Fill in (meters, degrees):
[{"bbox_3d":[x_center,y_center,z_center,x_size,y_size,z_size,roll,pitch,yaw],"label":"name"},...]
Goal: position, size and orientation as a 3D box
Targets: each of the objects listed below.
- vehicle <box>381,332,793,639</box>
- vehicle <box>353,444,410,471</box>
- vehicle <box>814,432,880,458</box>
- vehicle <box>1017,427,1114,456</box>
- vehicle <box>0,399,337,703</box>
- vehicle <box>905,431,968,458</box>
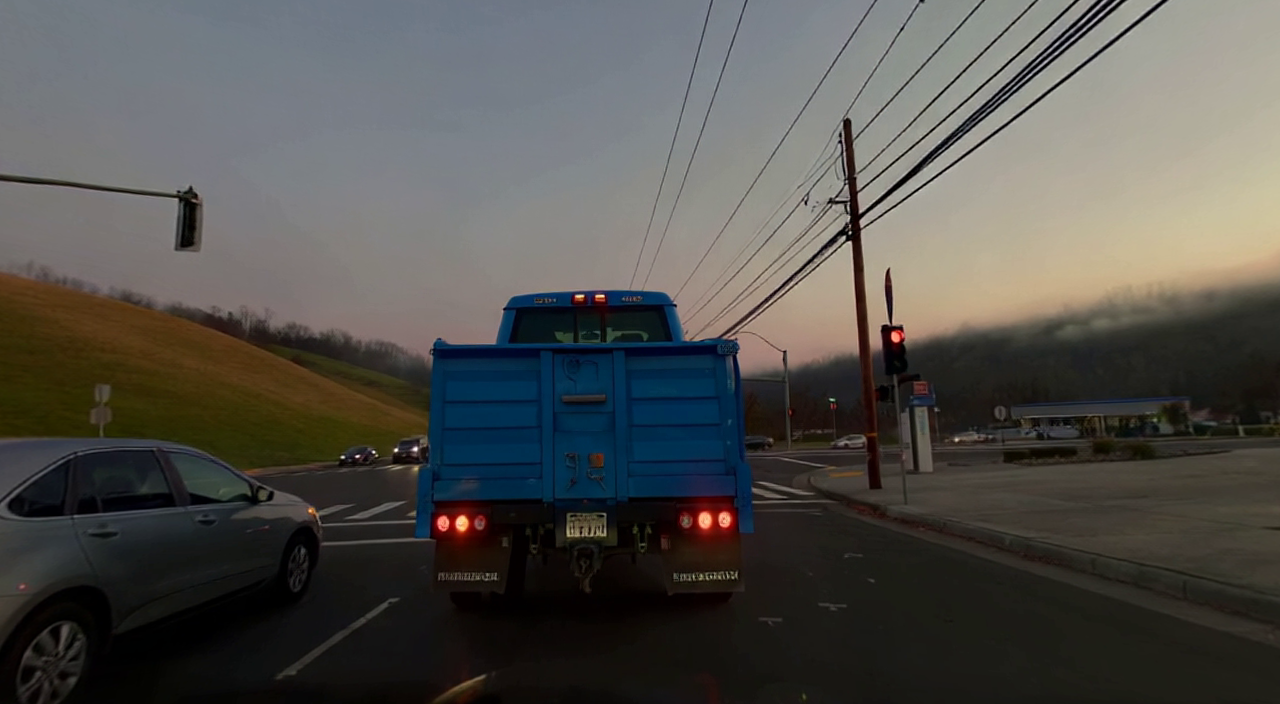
[{"bbox_3d":[-0.420,1.322,7.200,2.859,2.144,5.406,0,-9,-1],"label":"vehicle"},{"bbox_3d":[-17.119,7.011,41.904,2.133,1.690,4.331,0,-9,-3],"label":"vehicle"},{"bbox_3d":[14.984,6.714,45.366,4.975,1.799,2.117,7,-11,-40],"label":"vehicle"},{"bbox_3d":[25.563,5.391,37.923,4.419,1.496,1.854,-2,-9,1],"label":"vehicle"},{"bbox_3d":[-3.957,1.188,3.972,2.017,1.555,4.150,-1,-9,0],"label":"vehicle"},{"bbox_3d":[20.919,6.507,44.344,5.021,1.757,2.012,7,-11,-40],"label":"vehicle"}]
